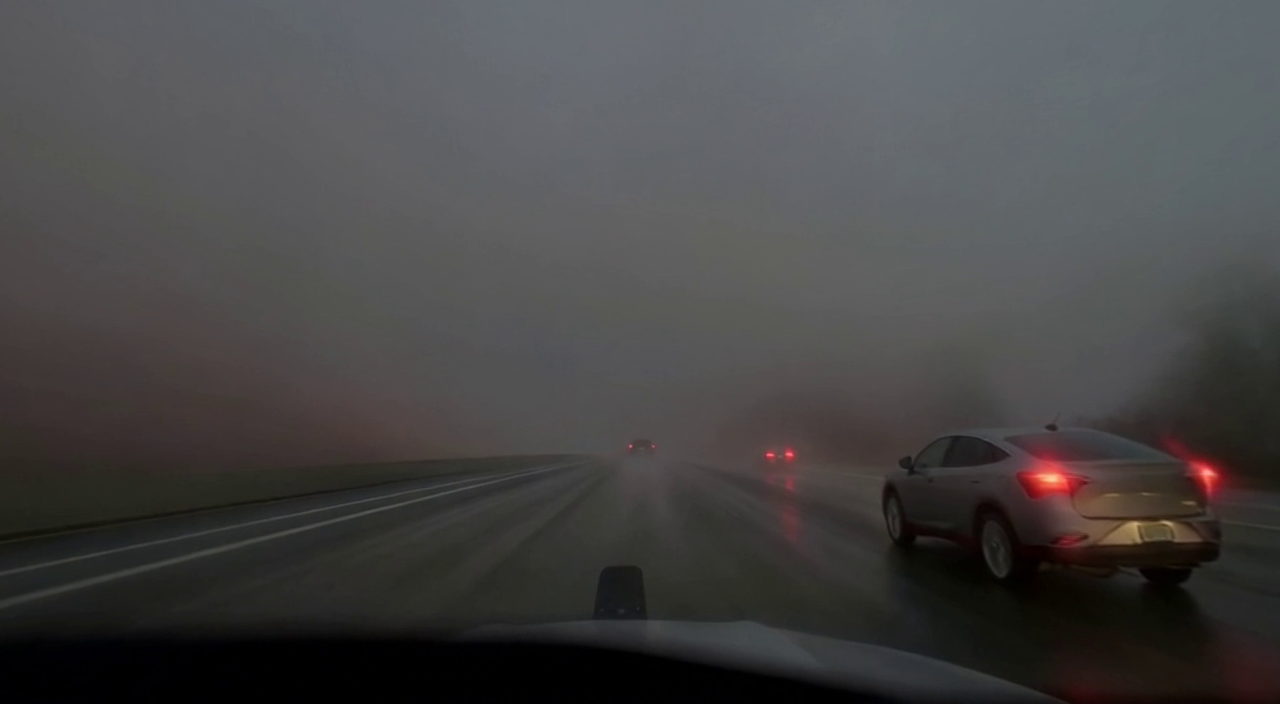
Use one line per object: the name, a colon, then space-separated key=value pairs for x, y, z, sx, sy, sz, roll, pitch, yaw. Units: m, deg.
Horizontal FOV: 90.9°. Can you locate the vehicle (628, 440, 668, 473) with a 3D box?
vehicle: x=0.384 y=5.604 z=33.768 sx=2.015 sy=1.639 sz=4.086 roll=0 pitch=-9 yaw=0

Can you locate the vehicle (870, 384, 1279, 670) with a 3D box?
vehicle: x=4.177 y=1.344 z=6.147 sx=2.008 sy=1.595 sz=5.082 roll=-1 pitch=-8 yaw=1
